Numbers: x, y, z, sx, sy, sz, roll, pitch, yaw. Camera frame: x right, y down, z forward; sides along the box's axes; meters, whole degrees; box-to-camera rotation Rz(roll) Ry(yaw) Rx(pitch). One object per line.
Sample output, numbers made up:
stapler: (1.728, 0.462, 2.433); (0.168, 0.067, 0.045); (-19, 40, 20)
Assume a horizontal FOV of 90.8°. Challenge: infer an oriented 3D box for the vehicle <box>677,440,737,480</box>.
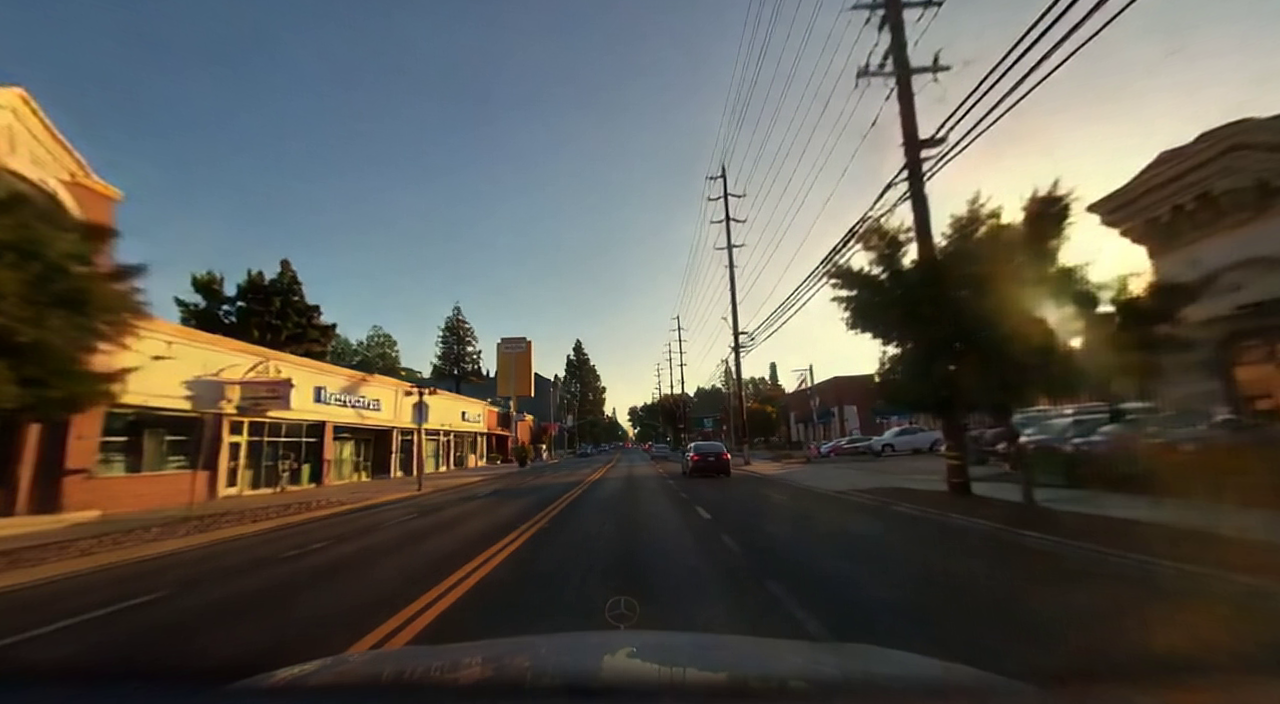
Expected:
vehicle: (2.638, 4.348, 25.653); (1.975, 1.497, 3.647); (0, -9, -1)
